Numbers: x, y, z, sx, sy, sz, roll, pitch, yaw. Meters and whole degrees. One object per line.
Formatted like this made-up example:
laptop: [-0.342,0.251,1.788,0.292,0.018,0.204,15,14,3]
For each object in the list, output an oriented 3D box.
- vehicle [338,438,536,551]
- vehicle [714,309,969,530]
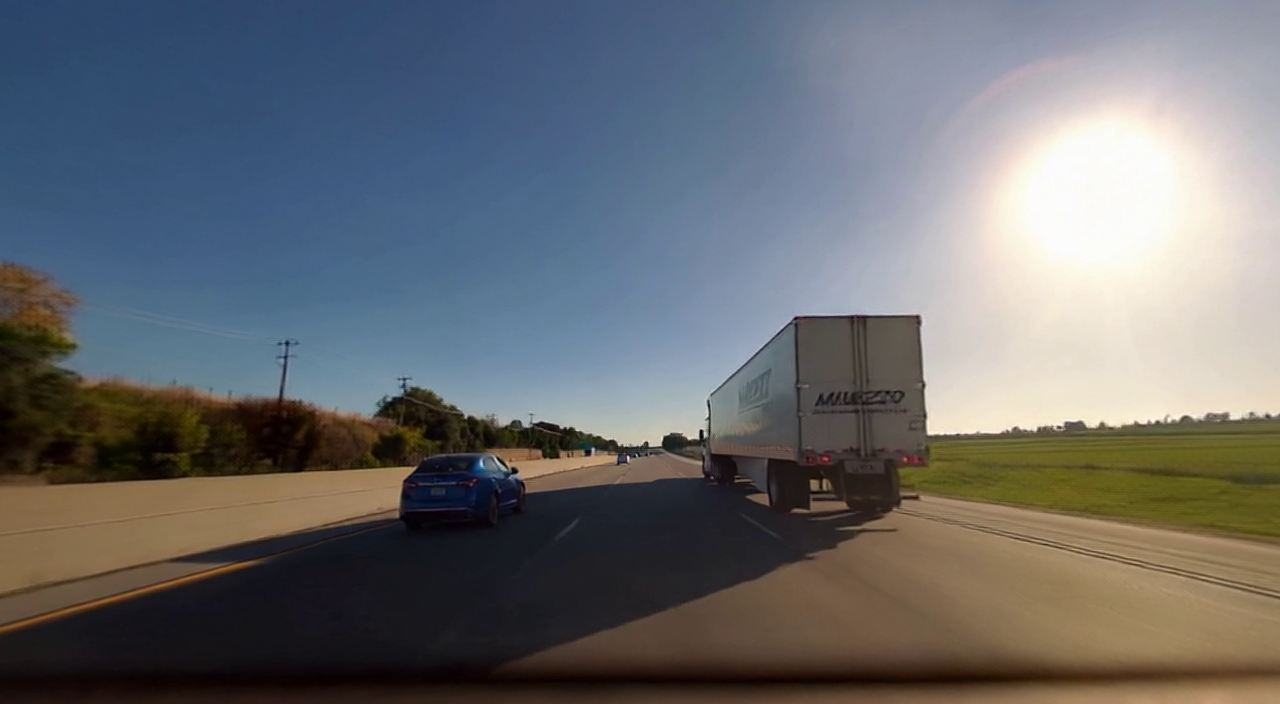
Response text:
vehicle: [-3.172,2.310,10.918,1.945,1.537,4.294,0,-9,1]
vehicle: [4.453,2.256,18.489,2.832,4.034,13.924,0,-9,0]
